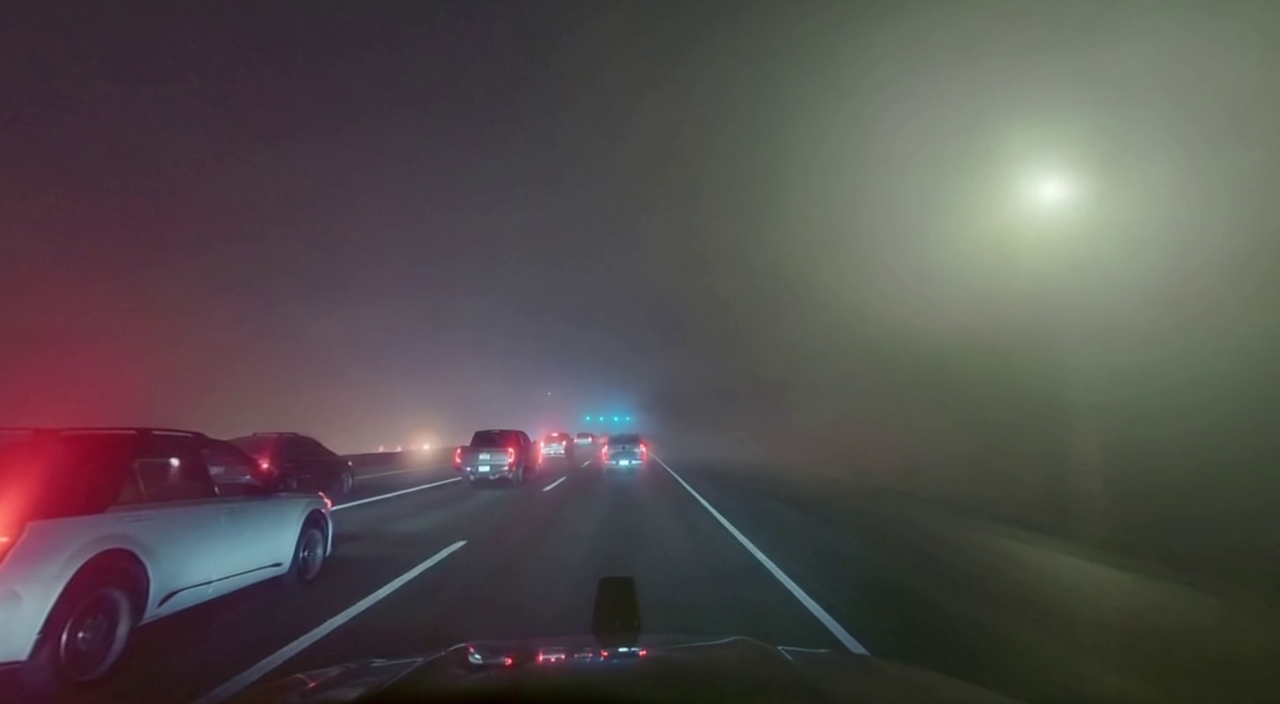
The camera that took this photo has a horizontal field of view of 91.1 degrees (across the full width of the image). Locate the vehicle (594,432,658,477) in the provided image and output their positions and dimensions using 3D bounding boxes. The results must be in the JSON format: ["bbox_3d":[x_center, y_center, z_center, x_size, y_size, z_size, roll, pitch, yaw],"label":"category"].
[{"bbox_3d":[-0.464,3.627,22.514,2.070,1.452,3.834,0,-8,0],"label":"vehicle"}]

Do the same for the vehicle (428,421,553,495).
[{"bbox_3d":[-3.786,2.755,16.876,2.154,1.690,4.595,0,-8,1],"label":"vehicle"}]

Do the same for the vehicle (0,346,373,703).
[{"bbox_3d":[-3.883,1.057,4.417,2.107,1.703,4.274,0,-8,0],"label":"vehicle"}]

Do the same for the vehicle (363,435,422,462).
[{"bbox_3d":[-15.480,6.034,39.500,2.049,1.578,3.937,0,-8,0],"label":"vehicle"}]
